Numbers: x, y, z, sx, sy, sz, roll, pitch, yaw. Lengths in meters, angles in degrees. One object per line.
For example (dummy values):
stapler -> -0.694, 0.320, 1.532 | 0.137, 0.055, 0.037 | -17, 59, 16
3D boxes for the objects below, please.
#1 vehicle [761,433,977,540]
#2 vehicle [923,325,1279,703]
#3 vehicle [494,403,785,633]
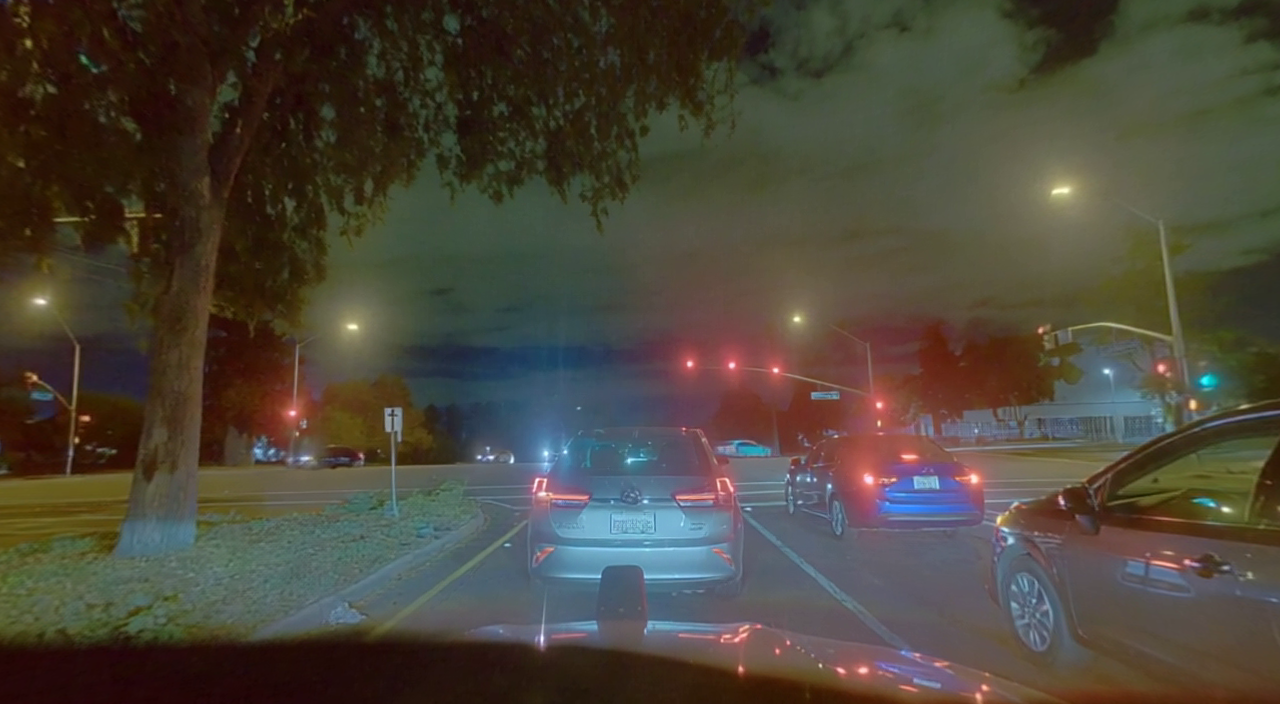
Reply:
vehicle -> 3.692, 2.259, 11.300 | 2.054, 1.482, 4.654 | 0, -9, -1
vehicle -> 3.723, 0.934, 3.428 | 2.162, 1.829, 4.519 | 0, -9, -1
vehicle -> -0.019, 1.478, 6.500 | 2.074, 1.631, 3.793 | 0, -9, -1
